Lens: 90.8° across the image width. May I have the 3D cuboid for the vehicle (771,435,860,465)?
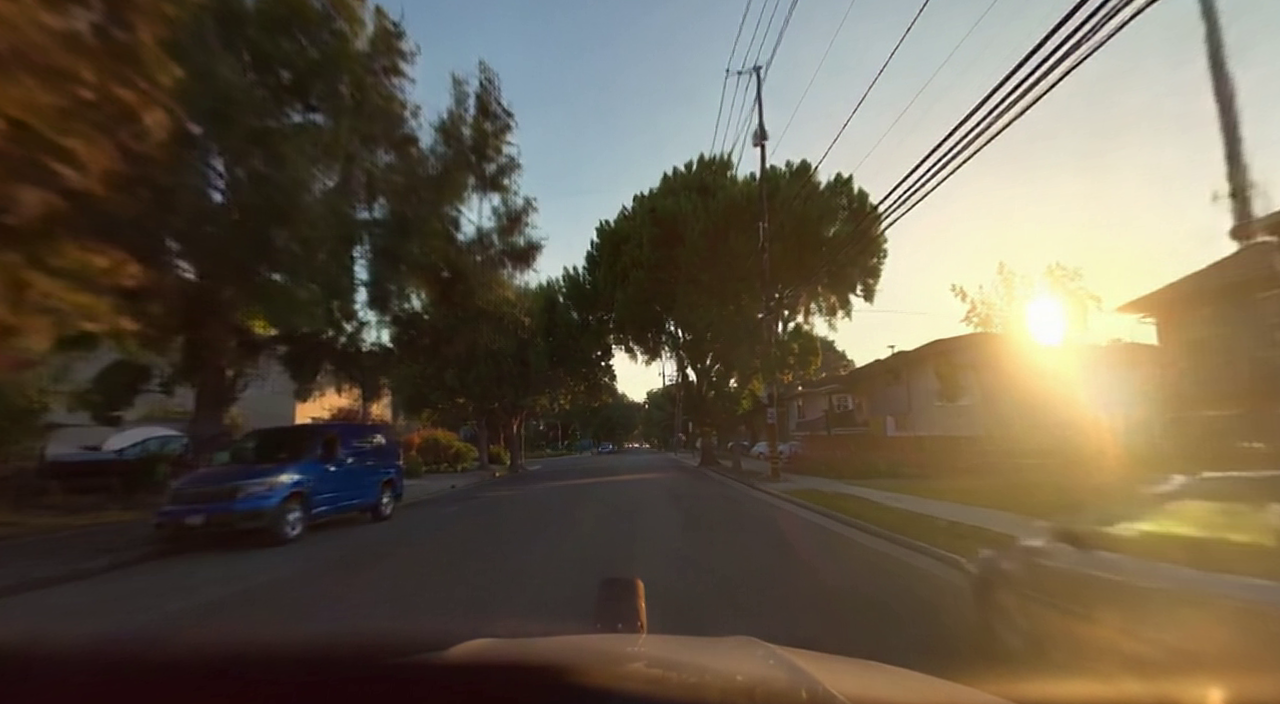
[{"bbox_3d":[10.743,6.035,38.915,4.902,1.794,1.975,-1,-8,3],"label":"vehicle"}]

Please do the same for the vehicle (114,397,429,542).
[{"bbox_3d":[-5.820,1.976,11.090,2.263,1.915,5.071,-1,-9,3],"label":"vehicle"}]

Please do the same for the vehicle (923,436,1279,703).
[{"bbox_3d":[3.239,1.067,2.525,1.944,1.439,4.500,0,-8,-3],"label":"vehicle"}]
